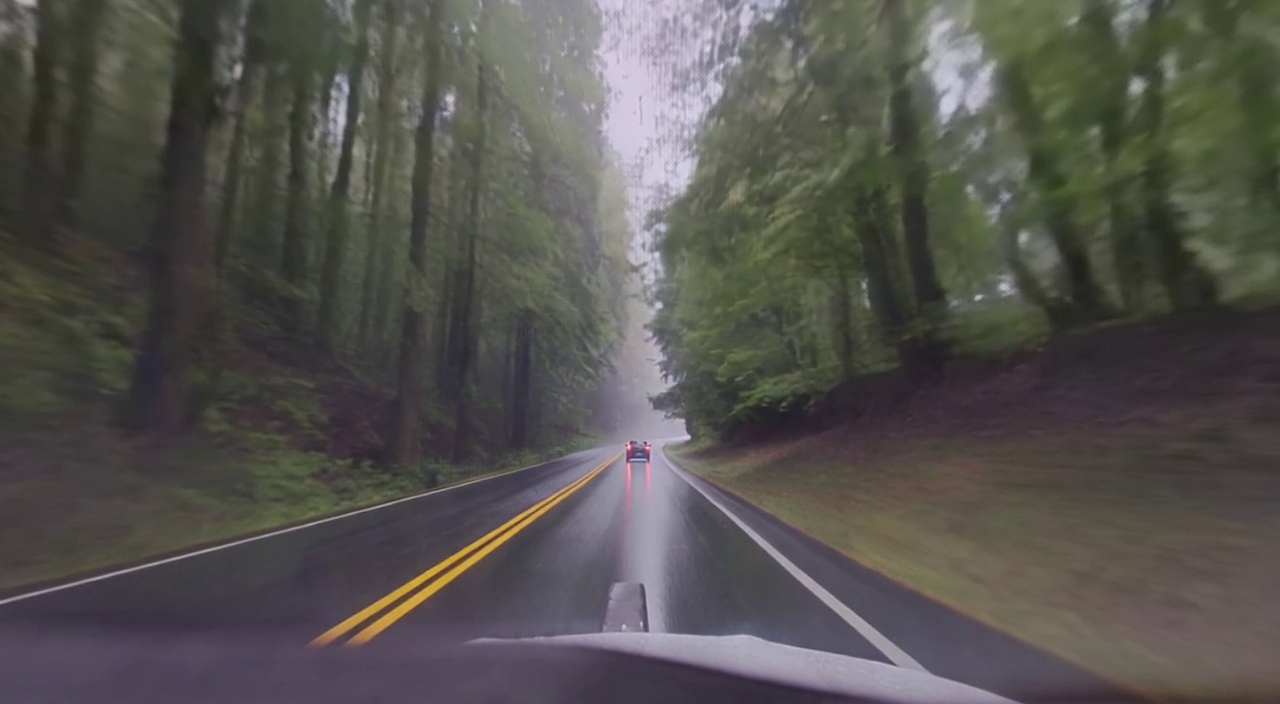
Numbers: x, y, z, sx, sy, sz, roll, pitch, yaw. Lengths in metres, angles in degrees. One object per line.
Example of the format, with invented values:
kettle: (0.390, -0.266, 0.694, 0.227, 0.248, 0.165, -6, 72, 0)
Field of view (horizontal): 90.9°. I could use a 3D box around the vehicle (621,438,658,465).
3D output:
vehicle: (-0.002, 6.021, 38.243, 2.120, 1.491, 4.349, 0, -8, 0)
